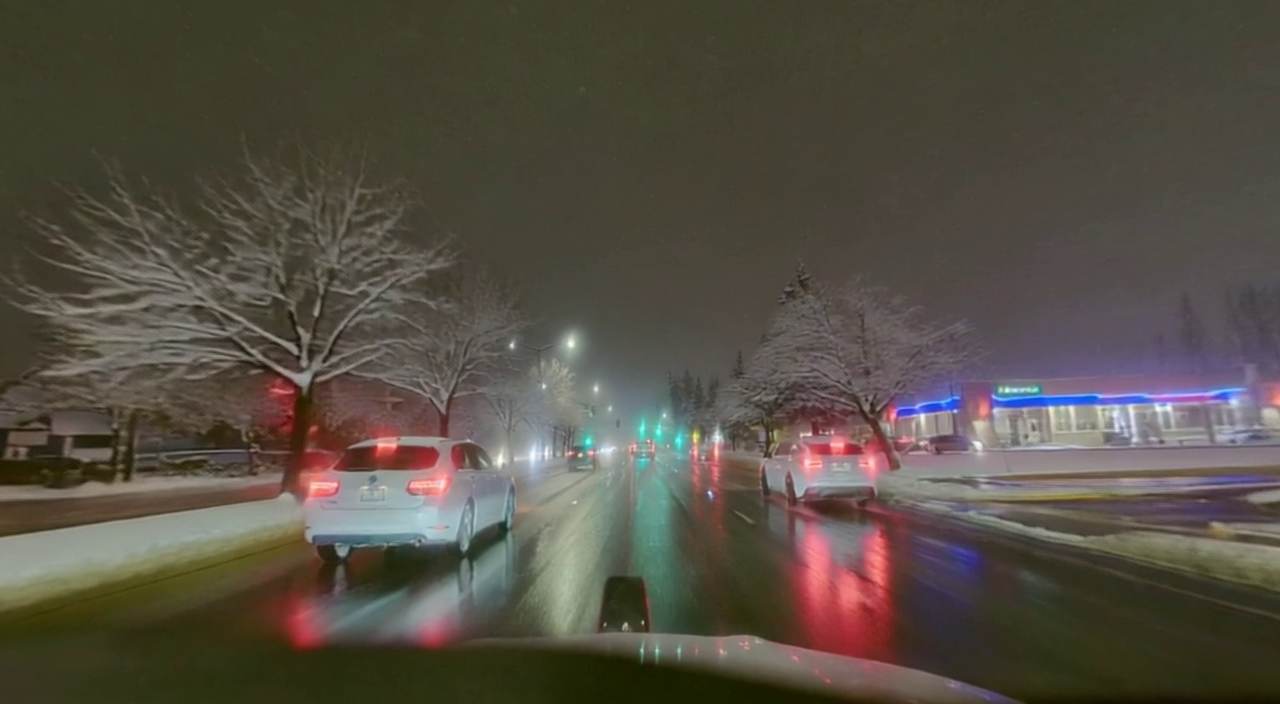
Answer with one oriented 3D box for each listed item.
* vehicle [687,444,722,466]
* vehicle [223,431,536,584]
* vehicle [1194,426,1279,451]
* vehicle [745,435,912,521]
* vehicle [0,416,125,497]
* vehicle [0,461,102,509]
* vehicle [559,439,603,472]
[{"bbox_3d":[4.520,7.329,44.951,1.996,1.443,4.270,0,-9,-1],"label":"vehicle"},{"bbox_3d":[-2.932,1.879,8.613,2.082,1.460,4.922,0,-9,1],"label":"vehicle"},{"bbox_3d":[37.621,5.408,39.143,4.451,1.479,1.961,-1,-8,2],"label":"vehicle"},{"bbox_3d":[3.689,2.555,13.391,2.036,1.480,4.659,0,-9,-1],"label":"vehicle"},{"bbox_3d":[-29.955,4.842,29.340,8.970,3.504,3.159,0,-8,0],"label":"vehicle"},{"bbox_3d":[-22.271,4.749,22.771,1.822,1.483,4.236,0,-9,1],"label":"vehicle"},{"bbox_3d":[-3.299,5.908,36.086,1.981,1.731,4.360,0,-9,1],"label":"vehicle"}]
